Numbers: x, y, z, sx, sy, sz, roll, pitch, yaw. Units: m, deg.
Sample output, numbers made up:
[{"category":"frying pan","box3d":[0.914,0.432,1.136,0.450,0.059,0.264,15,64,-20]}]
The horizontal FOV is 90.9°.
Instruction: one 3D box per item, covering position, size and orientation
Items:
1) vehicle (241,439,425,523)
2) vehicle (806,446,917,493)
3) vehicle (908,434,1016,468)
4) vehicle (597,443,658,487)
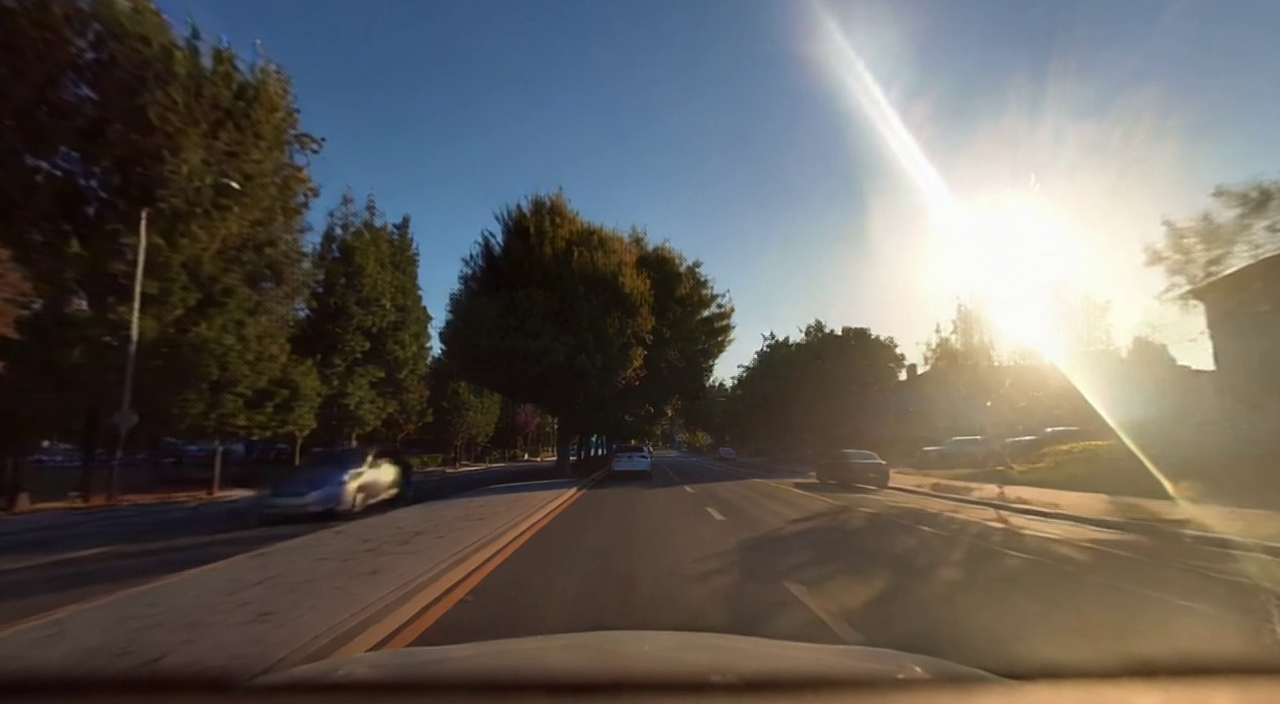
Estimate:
[{"category":"vehicle","box3d":[-6.865,2.898,14.758,2.083,1.646,4.293,0,-9,0]},{"category":"vehicle","box3d":[7.637,4.078,22.324,2.131,1.474,4.752,1,-9,-1]},{"category":"vehicle","box3d":[17.711,5.429,34.675,5.100,1.770,2.269,3,-9,-18]},{"category":"vehicle","box3d":[-0.434,4.160,23.626,2.099,1.470,4.302,0,-9,0]}]
